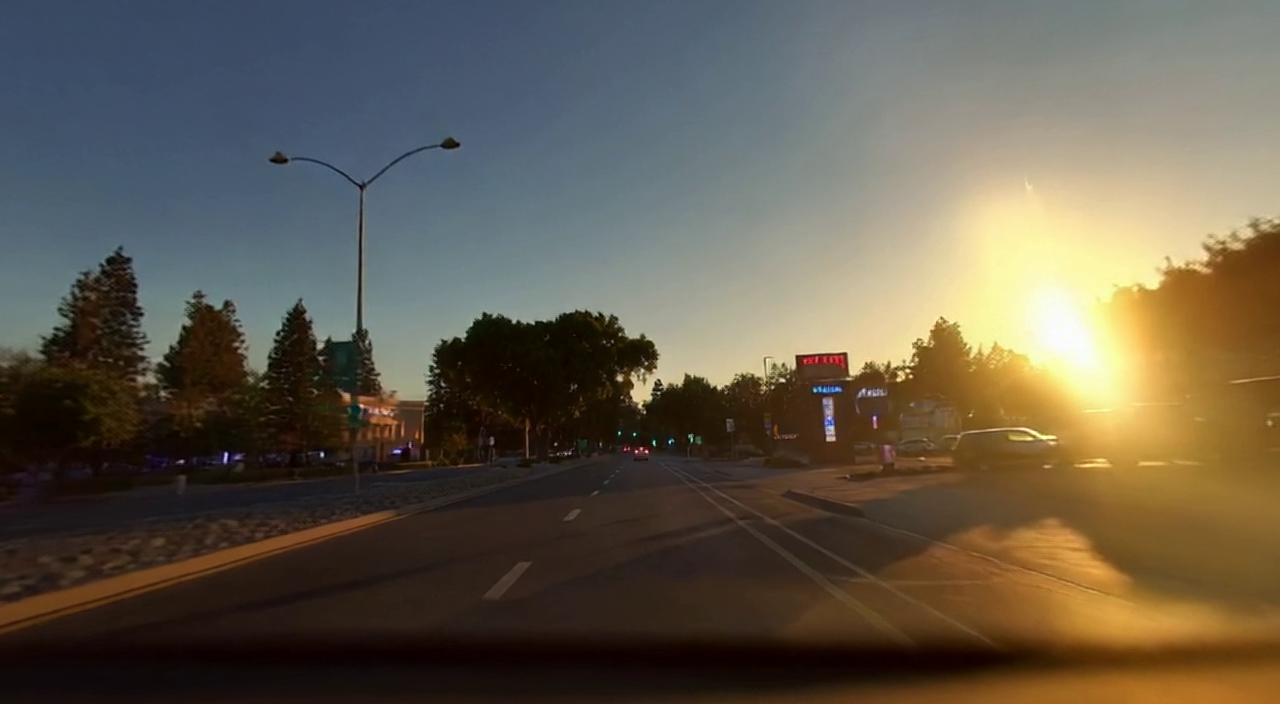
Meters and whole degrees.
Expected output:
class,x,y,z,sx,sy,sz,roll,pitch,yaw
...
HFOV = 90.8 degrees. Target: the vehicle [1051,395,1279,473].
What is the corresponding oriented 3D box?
class,x,y,z,sx,sy,sz,roll,pitch,yaw
vehicle,13.964,2.210,16.934,4.514,1.929,1.991,0,-8,-4
